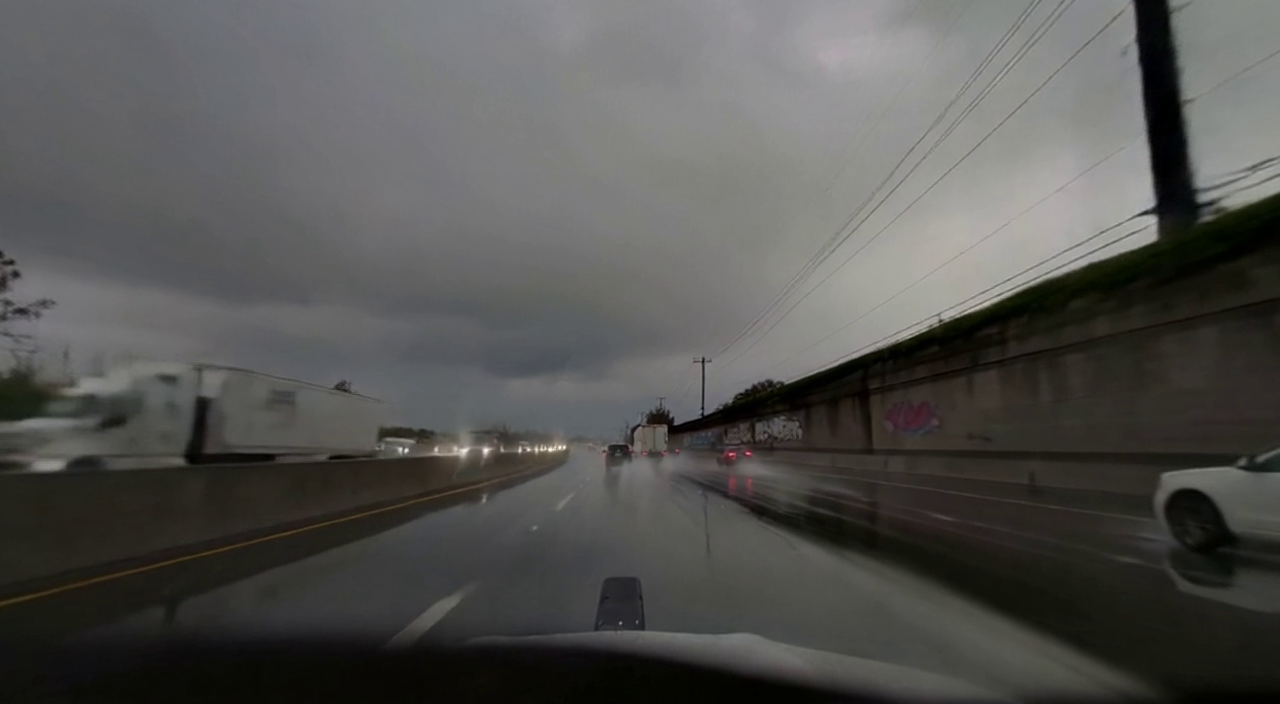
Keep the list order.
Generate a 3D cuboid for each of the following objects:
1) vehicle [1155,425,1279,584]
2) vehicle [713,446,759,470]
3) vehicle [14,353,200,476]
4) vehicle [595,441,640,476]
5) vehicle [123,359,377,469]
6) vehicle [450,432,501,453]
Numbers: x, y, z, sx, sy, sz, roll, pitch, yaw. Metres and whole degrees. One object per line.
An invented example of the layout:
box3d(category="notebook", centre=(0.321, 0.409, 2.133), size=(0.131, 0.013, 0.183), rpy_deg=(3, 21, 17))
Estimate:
box3d(category="vehicle", centre=(7.217, 1.328, 5.184), size=(2.032, 1.525, 4.631), rpy_deg=(0, -9, -1))
box3d(category="vehicle", centre=(6.275, 6.998, 41.917), size=(2.018, 1.451, 4.762), rpy_deg=(0, -9, -4))
box3d(category="vehicle", centre=(-17.250, 2.112, 20.775), size=(2.987, 3.714, 3.232), rpy_deg=(0, -9, -1))
box3d(category="vehicle", centre=(-1.139, 5.463, 32.503), size=(2.191, 1.685, 3.353), rpy_deg=(0, -9, -2))
box3d(category="vehicle", centre=(-17.631, 3.500, 31.279), size=(2.874, 4.017, 16.235), rpy_deg=(0, -9, -2))
box3d(category="vehicle", centre=(-11.743, 6.565, 45.538), size=(2.299, 1.399, 5.789), rpy_deg=(0, -9, -2))
